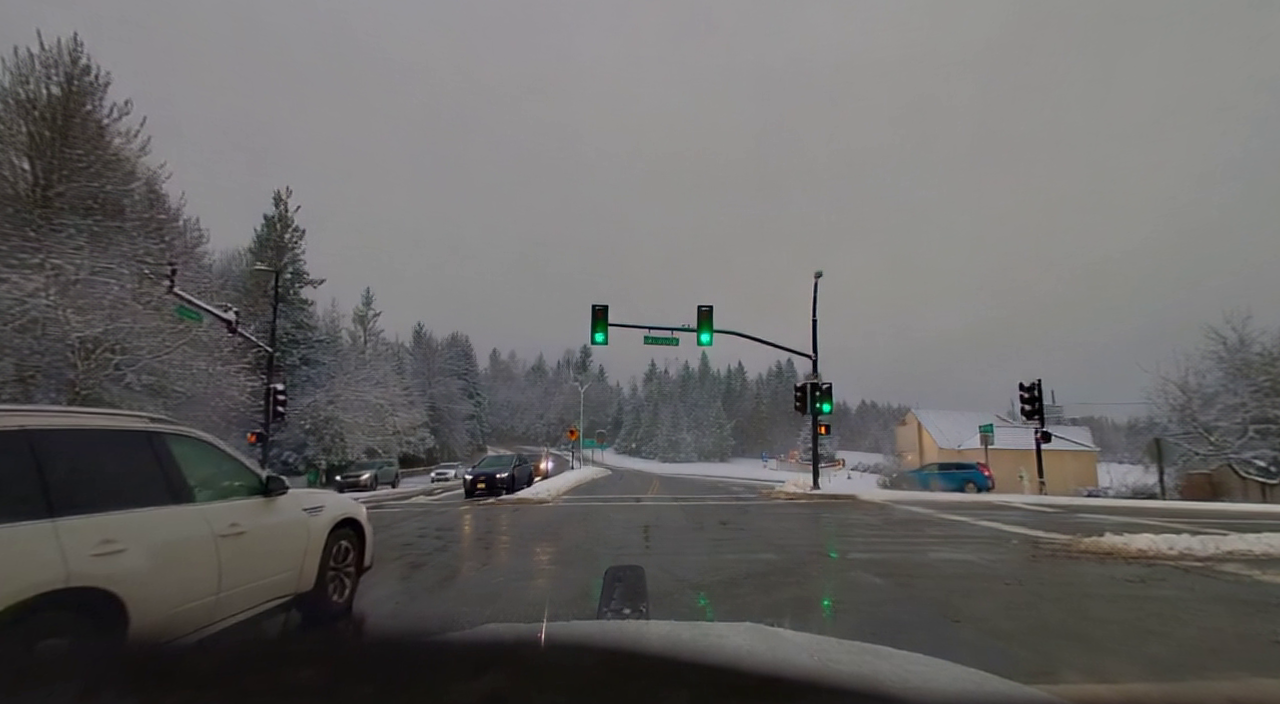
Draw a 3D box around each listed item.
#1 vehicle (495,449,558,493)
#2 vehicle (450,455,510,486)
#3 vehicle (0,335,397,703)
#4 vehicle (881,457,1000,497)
[{"bbox_3d":[-4.415,4.464,24.044,2.107,1.456,4.728,2,-9,-12],"label":"vehicle"},{"bbox_3d":[-8.050,5.975,32.068,1.960,1.433,4.213,0,-8,0],"label":"vehicle"},{"bbox_3d":[-3.538,1.035,3.810,2.242,1.761,4.505,0,-8,1],"label":"vehicle"},{"bbox_3d":[13.768,5.666,28.973,4.571,1.621,2.113,-6,-10,35],"label":"vehicle"}]
